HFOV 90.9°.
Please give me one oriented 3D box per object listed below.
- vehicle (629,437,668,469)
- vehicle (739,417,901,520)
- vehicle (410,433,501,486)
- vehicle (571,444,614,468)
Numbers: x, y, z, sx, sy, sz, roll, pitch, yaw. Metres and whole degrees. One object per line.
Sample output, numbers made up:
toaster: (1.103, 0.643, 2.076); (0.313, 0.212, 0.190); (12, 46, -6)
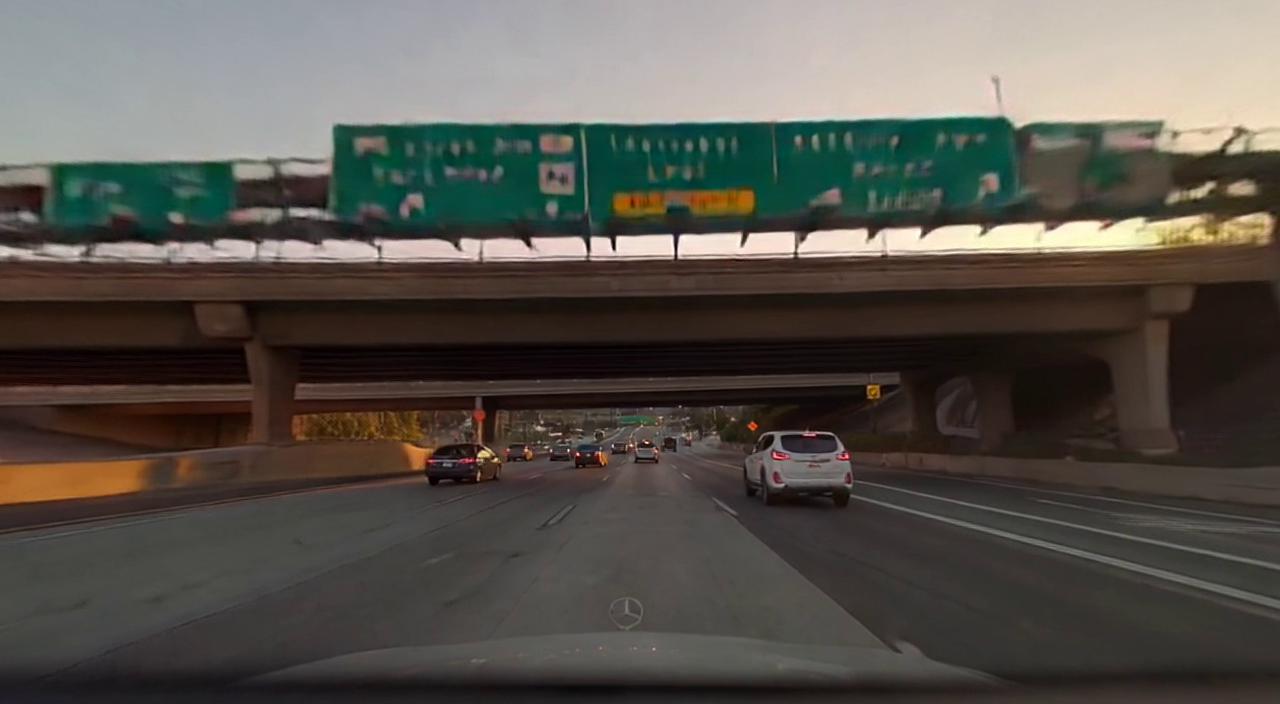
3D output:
vehicle: (0.506, 5.833, 36.714); (2.133, 1.739, 3.925); (0, -8, 1)
vehicle: (3.582, 2.415, 13.648); (2.083, 1.823, 4.627); (0, -8, -1)
vehicle: (-6.448, 3.783, 22.546); (1.946, 1.688, 4.019); (0, -8, 1)
vehicle: (-2.875, 6.394, 39.114); (2.205, 1.406, 4.286); (0, -8, 1)
